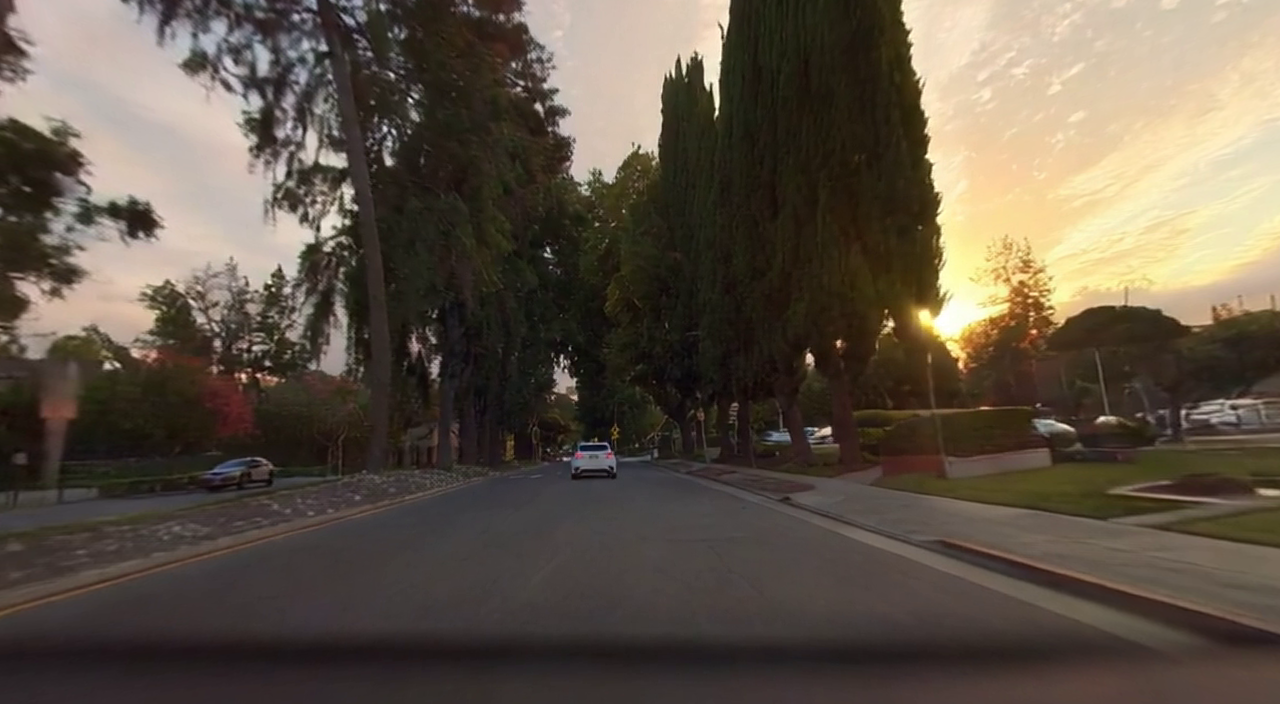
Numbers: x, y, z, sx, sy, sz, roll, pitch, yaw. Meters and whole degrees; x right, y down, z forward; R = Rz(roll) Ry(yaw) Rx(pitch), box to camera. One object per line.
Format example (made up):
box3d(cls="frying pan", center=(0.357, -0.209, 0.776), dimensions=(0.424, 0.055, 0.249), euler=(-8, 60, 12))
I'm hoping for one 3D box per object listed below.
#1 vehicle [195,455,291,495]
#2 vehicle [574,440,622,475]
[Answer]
box3d(cls="vehicle", center=(-20.716, 6.387, 33.305), dimensions=(2.109, 1.858, 5.253), euler=(0, -9, -6))
box3d(cls="vehicle", center=(-1.954, 4.999, 30.038), dimensions=(2.142, 1.501, 4.273), euler=(0, -9, -3))
